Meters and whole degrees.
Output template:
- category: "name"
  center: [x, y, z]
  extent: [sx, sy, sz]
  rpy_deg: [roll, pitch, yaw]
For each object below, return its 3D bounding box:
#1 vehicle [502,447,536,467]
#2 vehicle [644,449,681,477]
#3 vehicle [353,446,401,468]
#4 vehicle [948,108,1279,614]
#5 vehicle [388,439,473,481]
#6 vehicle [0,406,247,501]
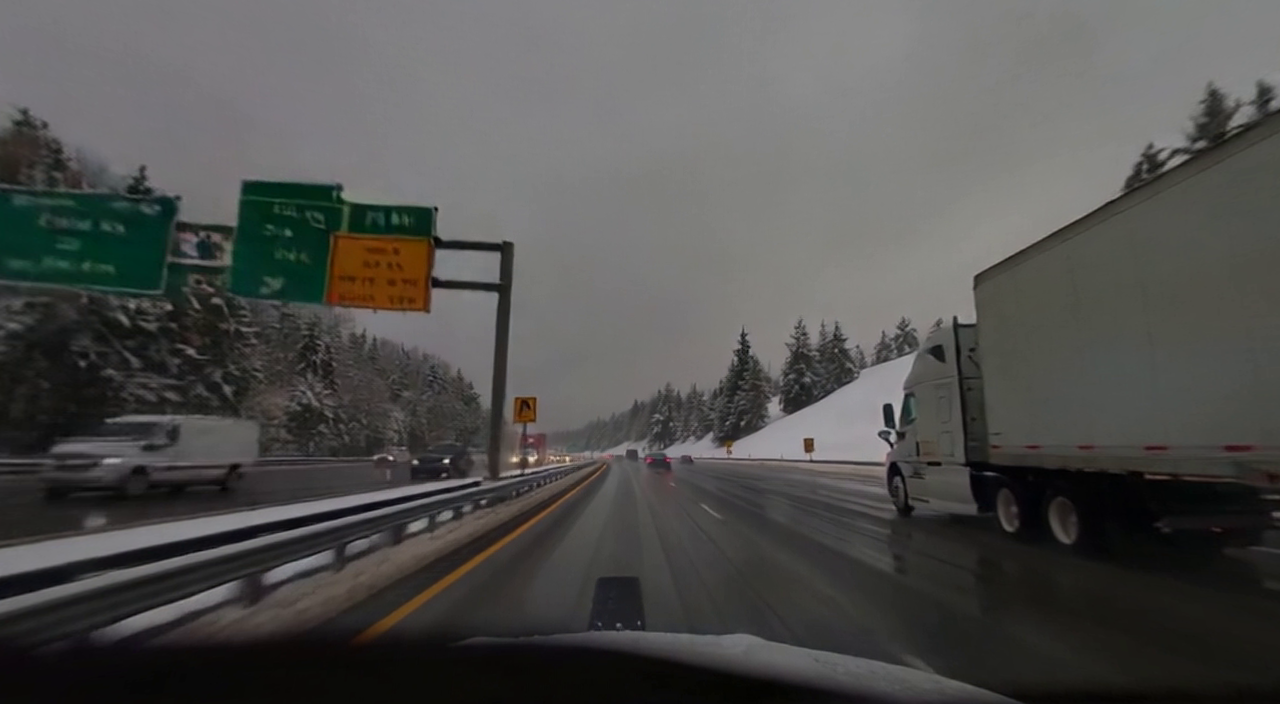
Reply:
- category: "vehicle"
  center: [-9.224, 8.053, 48.324]
  extent: [1.789, 1.478, 4.146]
  rpy_deg: [0, -9, -1]
- category: "vehicle"
  center: [1.324, 6.728, 38.520]
  extent: [2.111, 1.599, 3.859]
  rpy_deg: [0, -9, 0]
- category: "vehicle"
  center: [-19.870, 7.903, 47.739]
  extent: [1.830, 1.564, 4.271]
  rpy_deg: [0, -9, -1]
- category: "vehicle"
  center: [6.546, -0.181, 3.433]
  extent: [2.890, 4.006, 14.039]
  rpy_deg: [0, -9, 1]
- category: "vehicle"
  center: [-8.505, 4.428, 26.021]
  extent: [1.943, 1.521, 4.628]
  rpy_deg: [0, -9, 0]
- category: "vehicle"
  center: [-12.196, 2.426, 15.191]
  extent: [2.026, 1.875, 5.341]
  rpy_deg: [0, -9, -1]
